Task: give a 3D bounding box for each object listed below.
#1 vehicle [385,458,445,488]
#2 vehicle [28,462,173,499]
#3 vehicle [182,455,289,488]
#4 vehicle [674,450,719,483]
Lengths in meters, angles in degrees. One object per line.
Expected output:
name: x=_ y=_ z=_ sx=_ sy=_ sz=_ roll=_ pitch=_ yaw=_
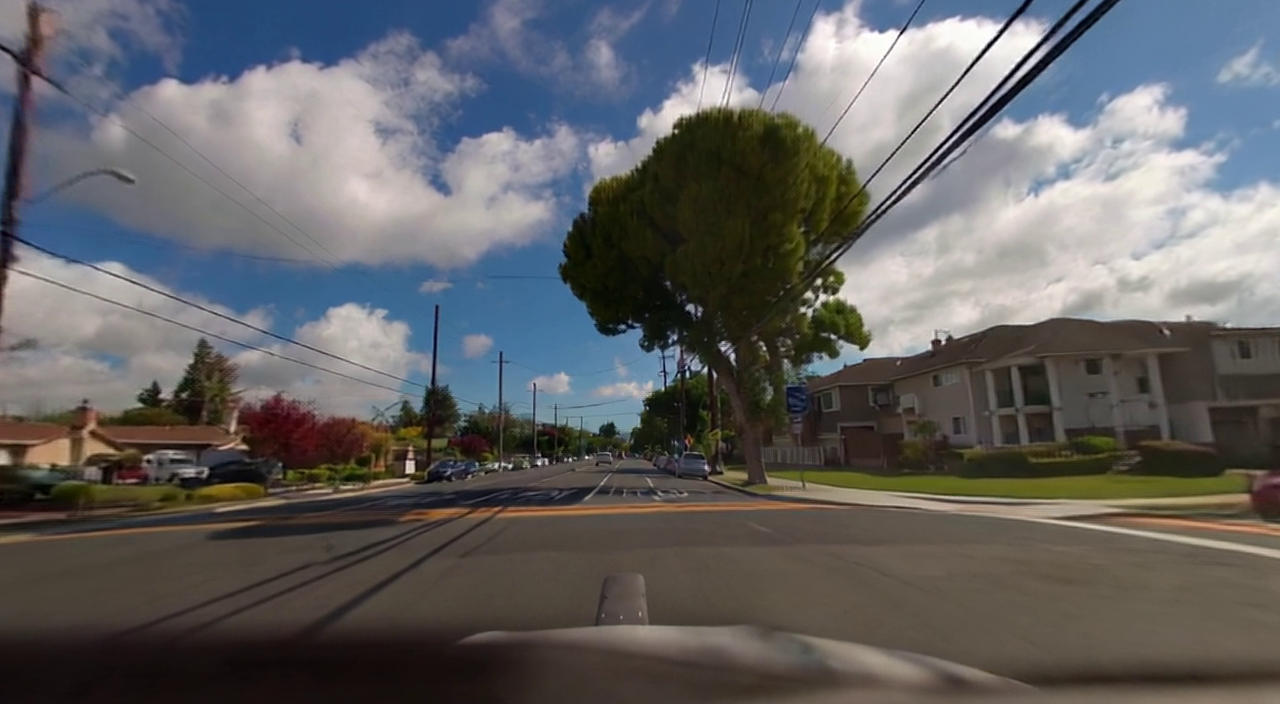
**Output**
vehicle: x=-14.225 y=7.647 z=40.208 sx=1.913 sy=1.745 sz=4.992 roll=0 pitch=-9 yaw=1
vehicle: x=-22.764 y=5.426 z=26.789 sx=4.344 sy=1.471 sz=1.813 roll=0 pitch=-9 yaw=-3
vehicle: x=-22.629 y=6.680 z=35.485 sx=4.612 sy=1.736 sz=1.951 roll=0 pitch=-9 yaw=-1
vehicle: x=3.197 y=6.577 z=36.622 sx=2.045 sy=1.746 sz=4.564 roll=0 pitch=-9 yaw=-1
